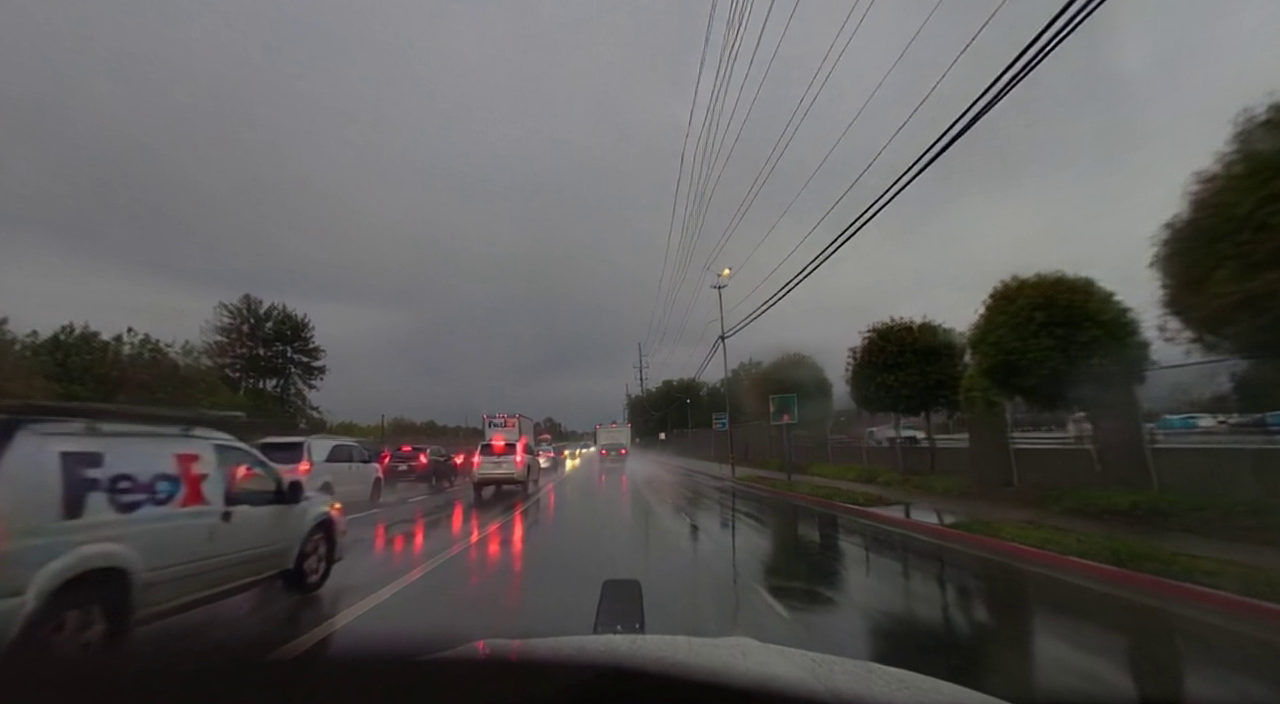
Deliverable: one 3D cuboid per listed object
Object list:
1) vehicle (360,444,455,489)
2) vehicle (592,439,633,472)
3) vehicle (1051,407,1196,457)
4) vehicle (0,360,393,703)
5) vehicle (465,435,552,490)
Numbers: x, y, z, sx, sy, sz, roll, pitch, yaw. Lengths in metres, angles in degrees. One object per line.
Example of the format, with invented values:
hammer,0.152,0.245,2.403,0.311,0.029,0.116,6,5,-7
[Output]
vehicle,-8.651,4.246,23.901,1.909,1.473,5.050,0,-8,-3
vehicle,-1.488,5.540,34.013,2.055,1.671,4.147,0,-8,-3
vehicle,30.585,5.093,39.988,7.011,3.014,2.594,0,-9,-2
vehicle,-3.863,1.154,4.400,2.388,1.692,4.684,0,-8,-1
vehicle,-4.358,3.740,21.705,2.057,1.673,4.934,0,-8,-1
